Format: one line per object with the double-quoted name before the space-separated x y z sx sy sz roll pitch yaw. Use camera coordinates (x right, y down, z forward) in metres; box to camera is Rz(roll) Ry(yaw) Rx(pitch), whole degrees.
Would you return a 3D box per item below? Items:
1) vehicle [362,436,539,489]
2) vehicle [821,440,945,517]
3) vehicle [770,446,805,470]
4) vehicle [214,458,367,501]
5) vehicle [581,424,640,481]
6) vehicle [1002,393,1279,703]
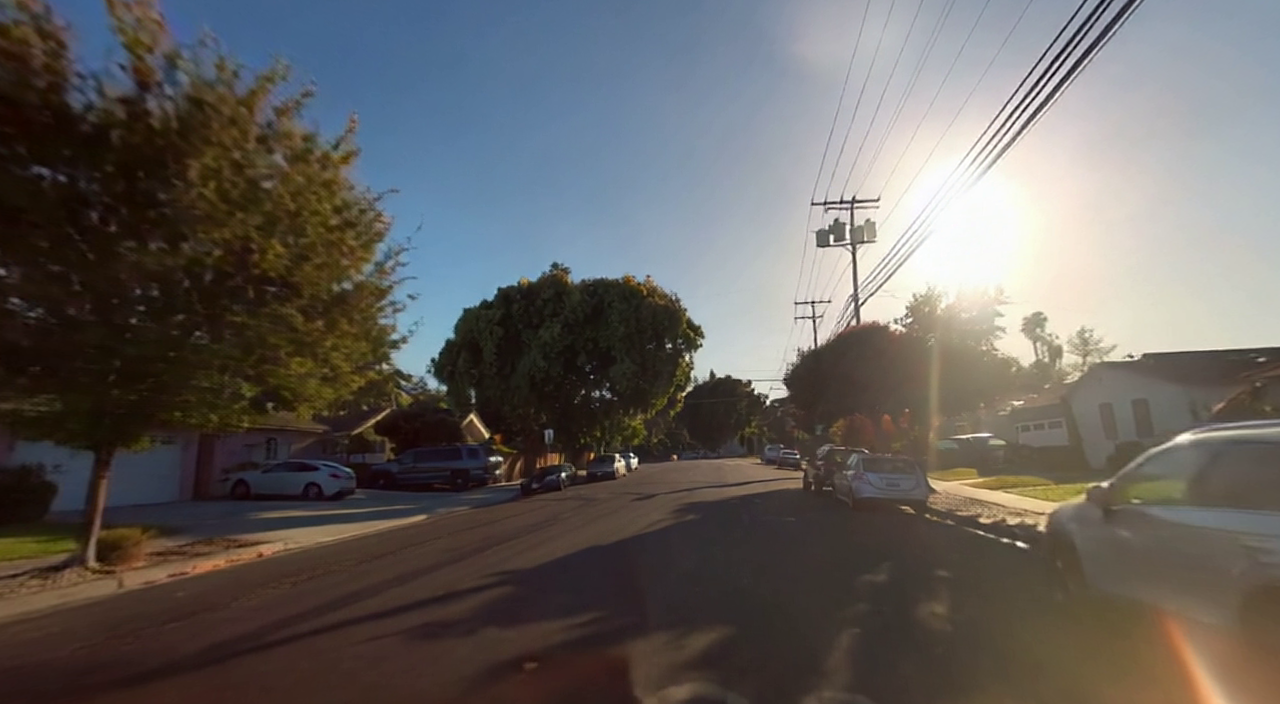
"vehicle" -7.661 4.496 25.908 6.488 2.009 2.354 -2 -9 9
"vehicle" 5.233 2.735 14.133 1.845 1.453 3.792 -2 -9 10
"vehicle" 9.472 6.810 40.740 1.743 1.440 3.732 -1 -9 7
"vehicle" -12.340 4.505 22.460 4.481 1.420 1.712 -1 -9 6
"vehicle" -1.541 5.638 35.655 2.199 2.902 5.848 -2 -9 9
"vehicle" 3.623 1.094 3.360 1.908 1.572 3.105 -2 -9 10
